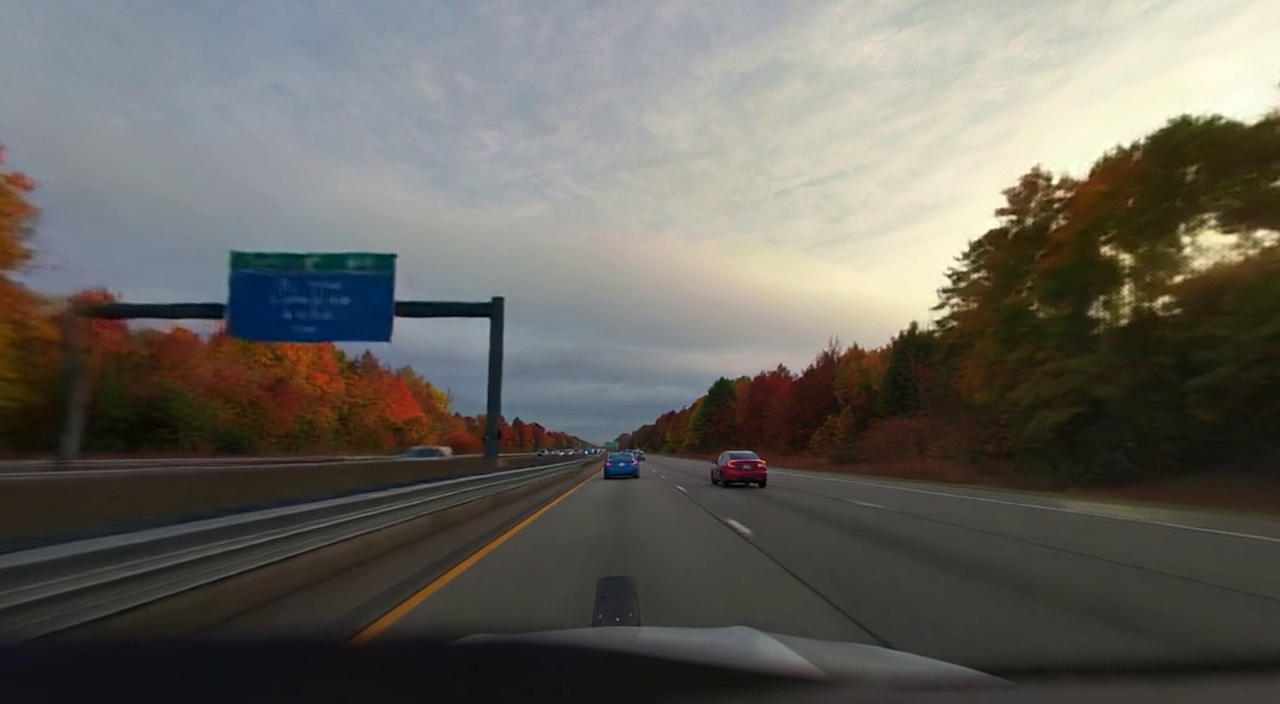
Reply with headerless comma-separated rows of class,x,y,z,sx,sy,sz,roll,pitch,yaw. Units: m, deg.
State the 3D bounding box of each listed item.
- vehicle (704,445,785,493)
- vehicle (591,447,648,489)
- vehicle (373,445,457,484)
vehicle,3.773,4.323,23.437,2.300,1.595,4.144,-1,-9,0
vehicle,-0.788,4.686,25.594,2.128,1.516,4.410,0,-9,0
vehicle,-9.470,4.766,26.806,1.978,1.510,4.472,0,-9,-1
